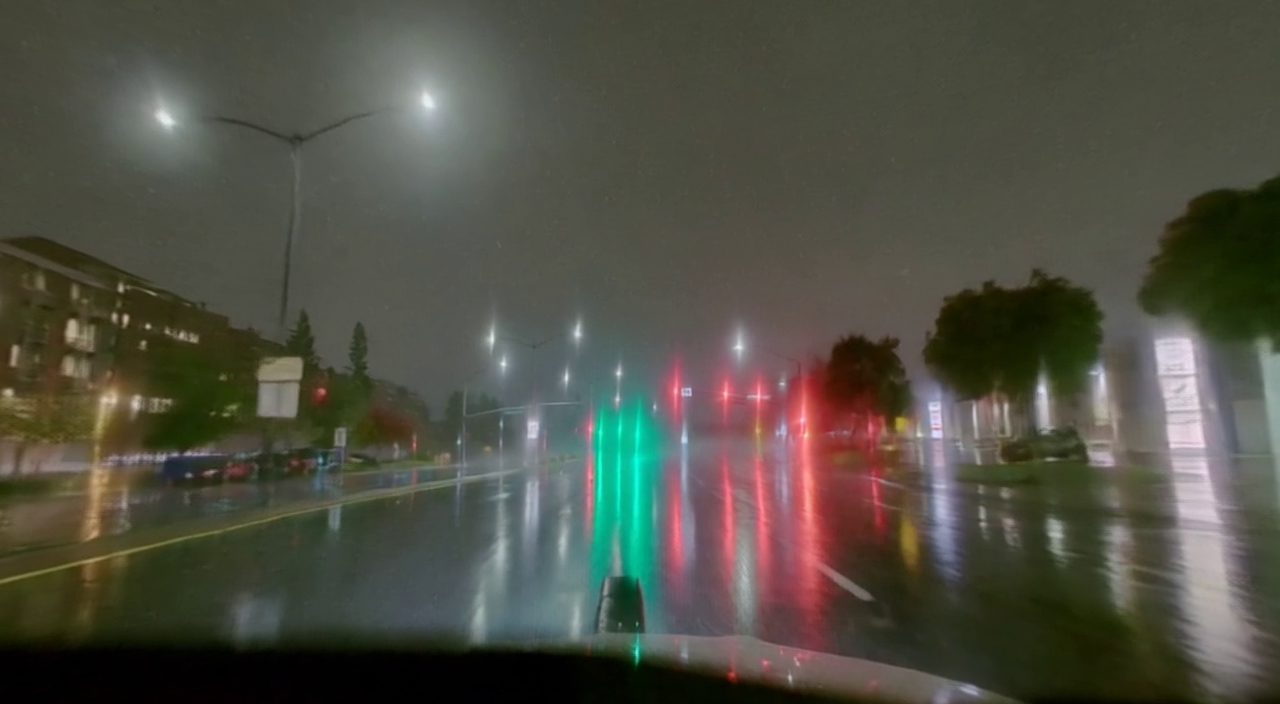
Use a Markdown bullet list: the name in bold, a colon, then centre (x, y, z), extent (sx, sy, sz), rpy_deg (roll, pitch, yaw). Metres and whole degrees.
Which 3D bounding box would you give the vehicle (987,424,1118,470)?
- **vehicle**: centre (19.331, 4.493, 29.913), extent (2.074, 1.959, 4.793), rpy_deg (3, -9, -19)

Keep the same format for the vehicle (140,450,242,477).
- **vehicle**: centre (-28.852, 7.168, 40.721), extent (4.913, 1.677, 2.032), rpy_deg (0, -9, -1)

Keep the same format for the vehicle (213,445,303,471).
- **vehicle**: centre (-28.039, 7.796, 46.529), extent (5.248, 1.758, 2.122), rpy_deg (-1, -8, -2)
